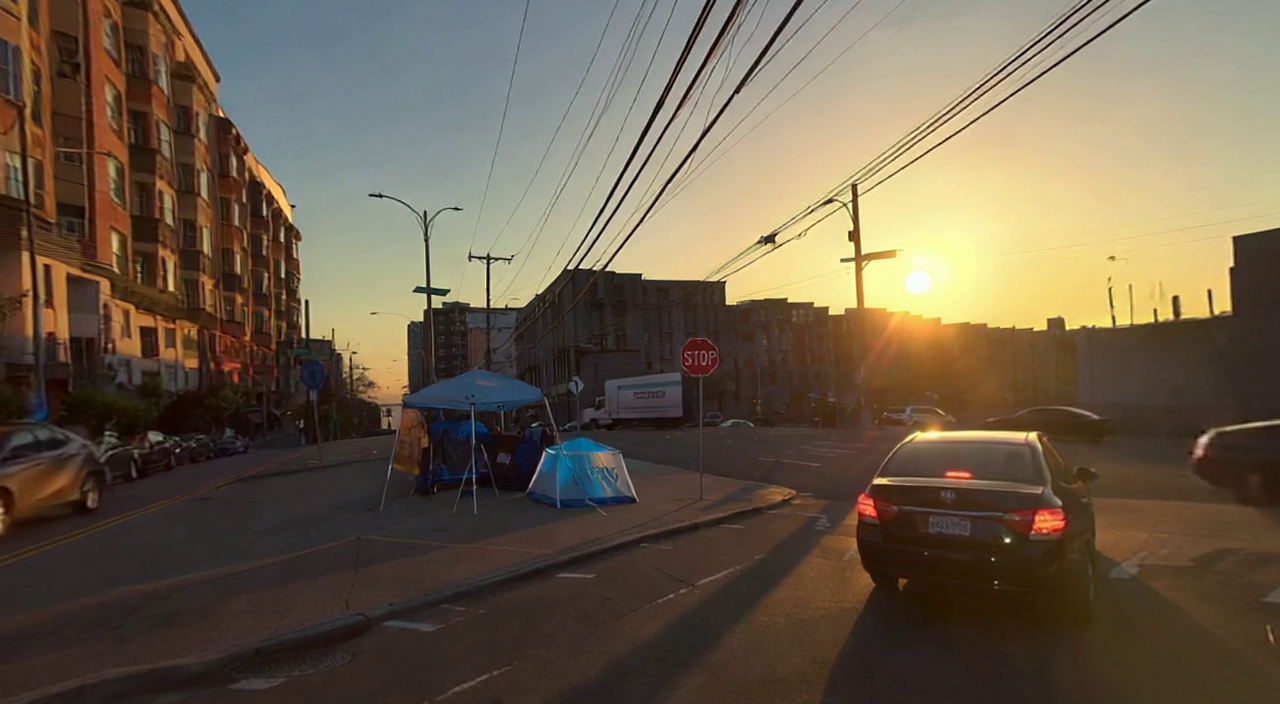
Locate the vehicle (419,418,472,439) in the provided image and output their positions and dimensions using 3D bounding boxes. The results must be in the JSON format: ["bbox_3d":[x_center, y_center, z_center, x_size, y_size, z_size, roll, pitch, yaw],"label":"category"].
[{"bbox_3d":[-15.167,5.976,49.167,2.089,1.506,4.641,7,-11,-41],"label":"vehicle"}]

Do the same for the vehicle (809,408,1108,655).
[{"bbox_3d":[3.403,1.544,6.599,1.945,1.647,4.160,-6,-10,32],"label":"vehicle"}]

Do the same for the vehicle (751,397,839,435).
[{"bbox_3d":[8.250,3.507,33.991,1.805,1.694,4.214,10,-14,-44],"label":"vehicle"}]

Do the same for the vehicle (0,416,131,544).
[{"bbox_3d":[-10.048,1.963,9.907,1.987,1.686,3.971,0,-8,-20],"label":"vehicle"}]

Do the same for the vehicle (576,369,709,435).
[{"bbox_3d":[-0.023,2.841,33.877,7.172,3.075,2.584,-7,-10,41],"label":"vehicle"}]
